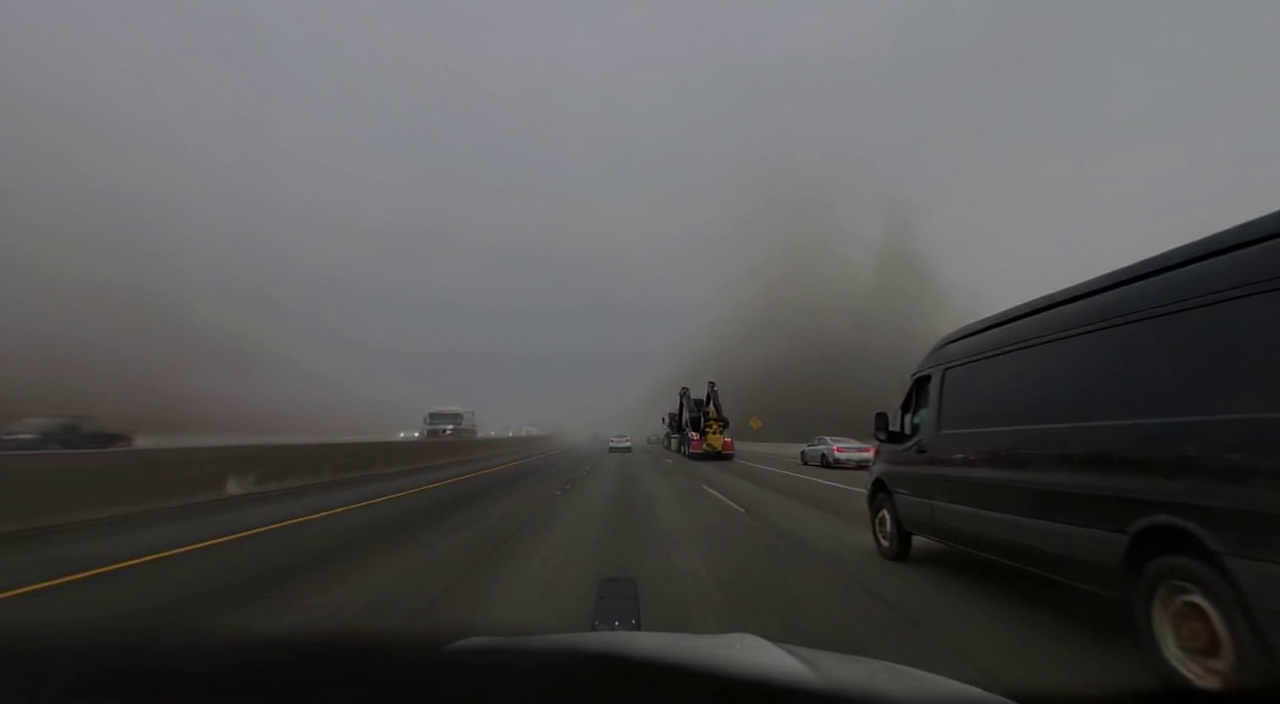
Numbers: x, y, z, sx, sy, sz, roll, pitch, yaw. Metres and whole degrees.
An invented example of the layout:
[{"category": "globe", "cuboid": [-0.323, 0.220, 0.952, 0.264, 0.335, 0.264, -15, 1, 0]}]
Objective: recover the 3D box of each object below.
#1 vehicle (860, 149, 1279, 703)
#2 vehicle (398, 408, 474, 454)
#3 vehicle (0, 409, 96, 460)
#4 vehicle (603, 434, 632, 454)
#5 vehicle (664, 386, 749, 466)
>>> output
[{"category": "vehicle", "cuboid": [3.714, 0.646, 3.942, 2.386, 2.509, 5.880, 0, -8, -2]}, {"category": "vehicle", "cuboid": [-12.162, 4.814, 38.263, 2.330, 2.491, 7.401, 0, -8, -2]}, {"category": "vehicle", "cuboid": [-21.923, 2.902, 22.081, 1.914, 1.637, 4.353, 0, -8, -3]}, {"category": "vehicle", "cuboid": [-1.786, 7.286, 49.815, 2.217, 1.502, 4.222, 1, -8, -3]}, {"category": "vehicle", "cuboid": [3.328, 4.171, 34.726, 2.912, 3.738, 10.123, 1, -8, -4]}]
